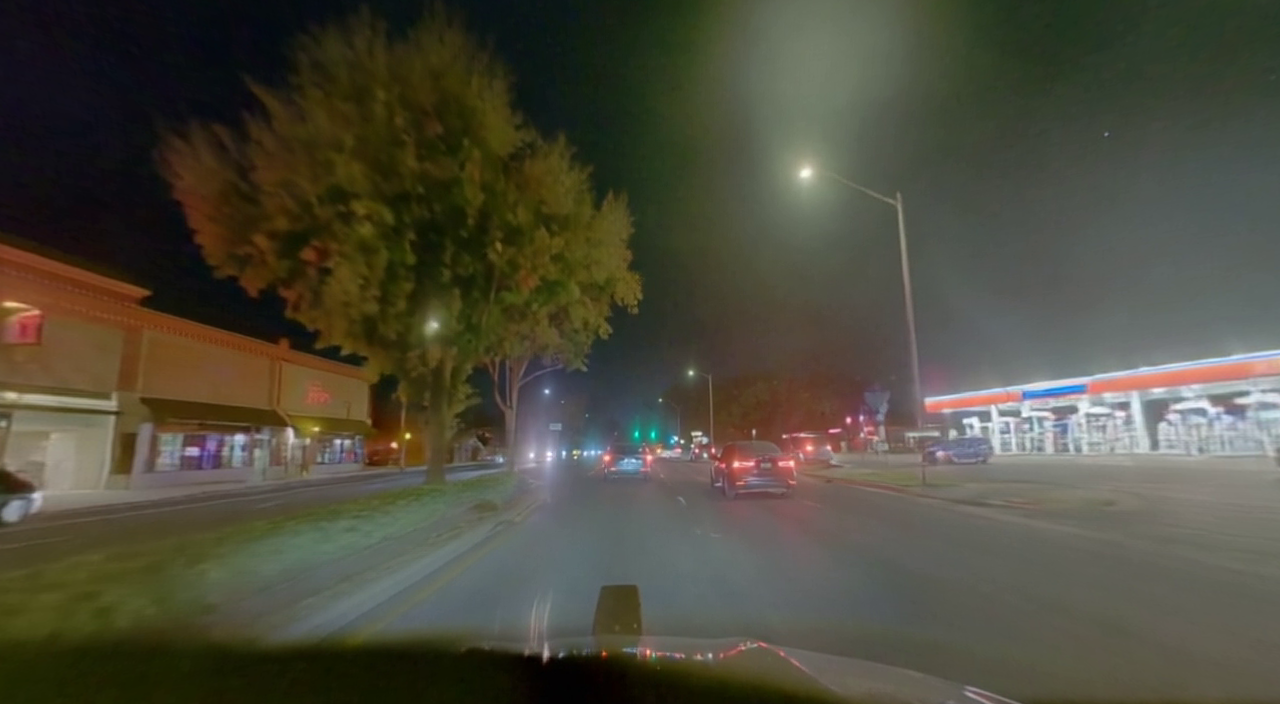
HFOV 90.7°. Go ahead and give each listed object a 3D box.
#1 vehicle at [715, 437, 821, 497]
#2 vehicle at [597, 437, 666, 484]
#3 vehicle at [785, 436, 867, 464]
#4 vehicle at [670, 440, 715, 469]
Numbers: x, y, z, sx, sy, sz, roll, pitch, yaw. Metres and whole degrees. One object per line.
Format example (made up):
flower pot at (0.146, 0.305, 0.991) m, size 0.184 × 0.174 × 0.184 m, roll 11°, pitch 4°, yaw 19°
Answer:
vehicle at (3.434, 3.184, 17.886) m, size 2.060 × 1.471 × 4.168 m, roll 0°, pitch -9°, yaw -1°
vehicle at (-0.299, 3.845, 22.739) m, size 2.232 × 1.508 × 4.319 m, roll 0°, pitch -9°, yaw -1°
vehicle at (11.488, 6.061, 39.243) m, size 4.291 × 1.652 × 2.122 m, roll 1°, pitch -9°, yaw -6°
vehicle at (2.897, 5.796, 35.895) m, size 2.098 × 1.527 × 3.966 m, roll 0°, pitch -9°, yaw -2°
